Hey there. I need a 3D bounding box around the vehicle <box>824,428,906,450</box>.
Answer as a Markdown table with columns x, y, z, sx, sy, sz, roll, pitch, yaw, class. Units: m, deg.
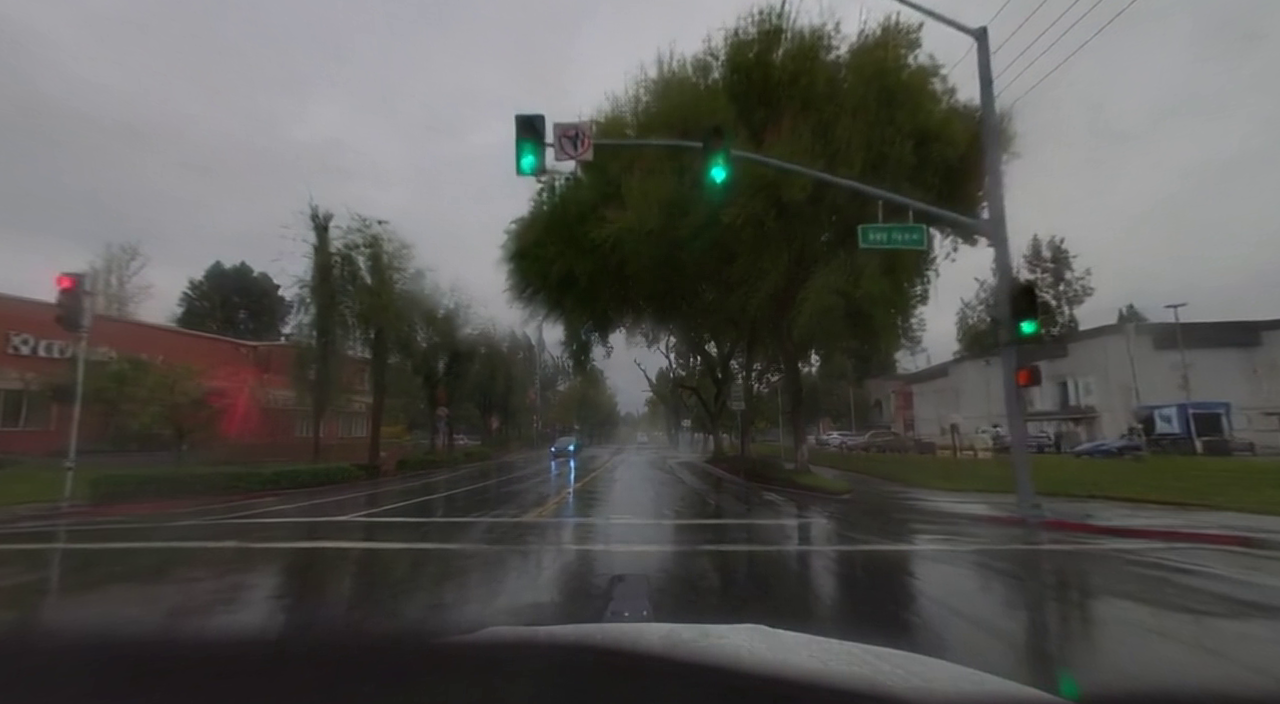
| x | y | z | sx | sy | sz | roll | pitch | yaw | class |
| --- | --- | --- | --- | --- | --- | --- | --- | --- | --- |
| 14.832 | 5.764 | 41.749 | 4.693 | 1.437 | 1.799 | 0 | -8 | 3 | vehicle |
